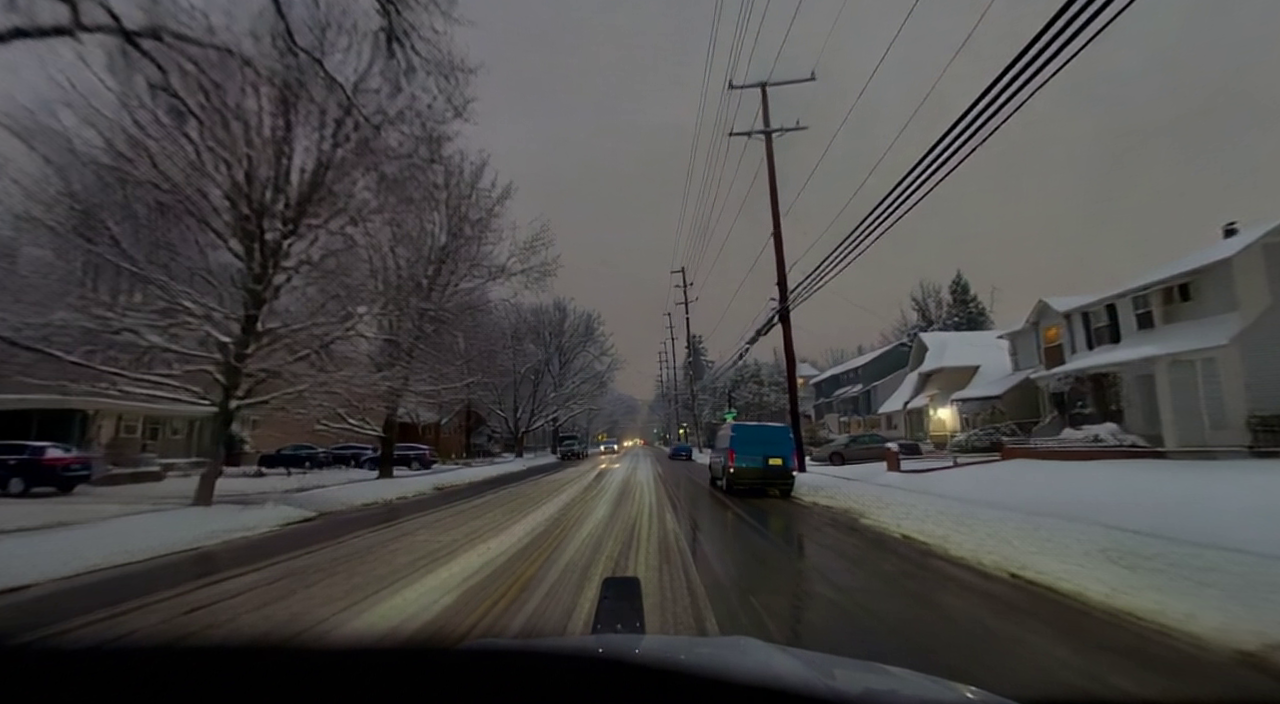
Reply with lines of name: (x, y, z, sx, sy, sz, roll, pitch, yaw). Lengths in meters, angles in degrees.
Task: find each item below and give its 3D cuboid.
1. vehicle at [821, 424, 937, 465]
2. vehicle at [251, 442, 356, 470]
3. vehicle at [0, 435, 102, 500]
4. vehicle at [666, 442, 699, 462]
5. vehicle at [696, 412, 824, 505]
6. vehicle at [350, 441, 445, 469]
vehicle: (11.007, 4.290, 29.378, 4.602, 1.799, 1.859, 0, -8, -1)
vehicle: (-18.407, 5.675, 34.707, 4.615, 1.482, 2.073, 0, -8, 1)
vehicle: (-18.457, 3.247, 17.968, 4.414, 1.731, 2.008, 0, -8, 1)
vehicle: (3.166, 7.602, 48.315, 1.944, 1.439, 4.500, 1, -8, -4)
vehicle: (2.930, 2.786, 16.886, 2.311, 2.069, 5.156, 0, -8, -1)
vehicle: (-13.319, 5.679, 34.892, 4.443, 1.475, 1.932, 0, -8, -2)
